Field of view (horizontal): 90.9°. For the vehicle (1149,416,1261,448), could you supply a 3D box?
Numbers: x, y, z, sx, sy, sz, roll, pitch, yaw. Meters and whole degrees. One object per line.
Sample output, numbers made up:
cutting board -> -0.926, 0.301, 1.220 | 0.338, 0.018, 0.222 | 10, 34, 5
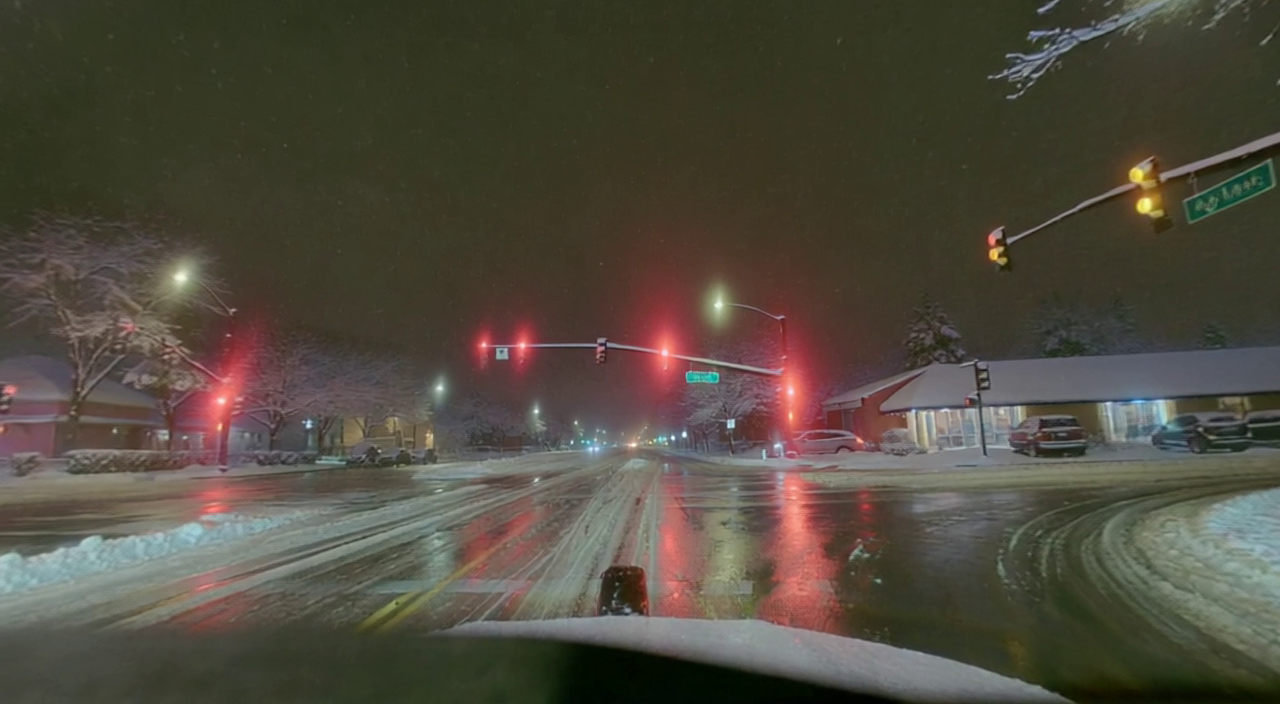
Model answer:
vehicle -> 28.269, 4.071, 31.719 | 1.799, 1.459, 4.266 | -1, -8, 3
